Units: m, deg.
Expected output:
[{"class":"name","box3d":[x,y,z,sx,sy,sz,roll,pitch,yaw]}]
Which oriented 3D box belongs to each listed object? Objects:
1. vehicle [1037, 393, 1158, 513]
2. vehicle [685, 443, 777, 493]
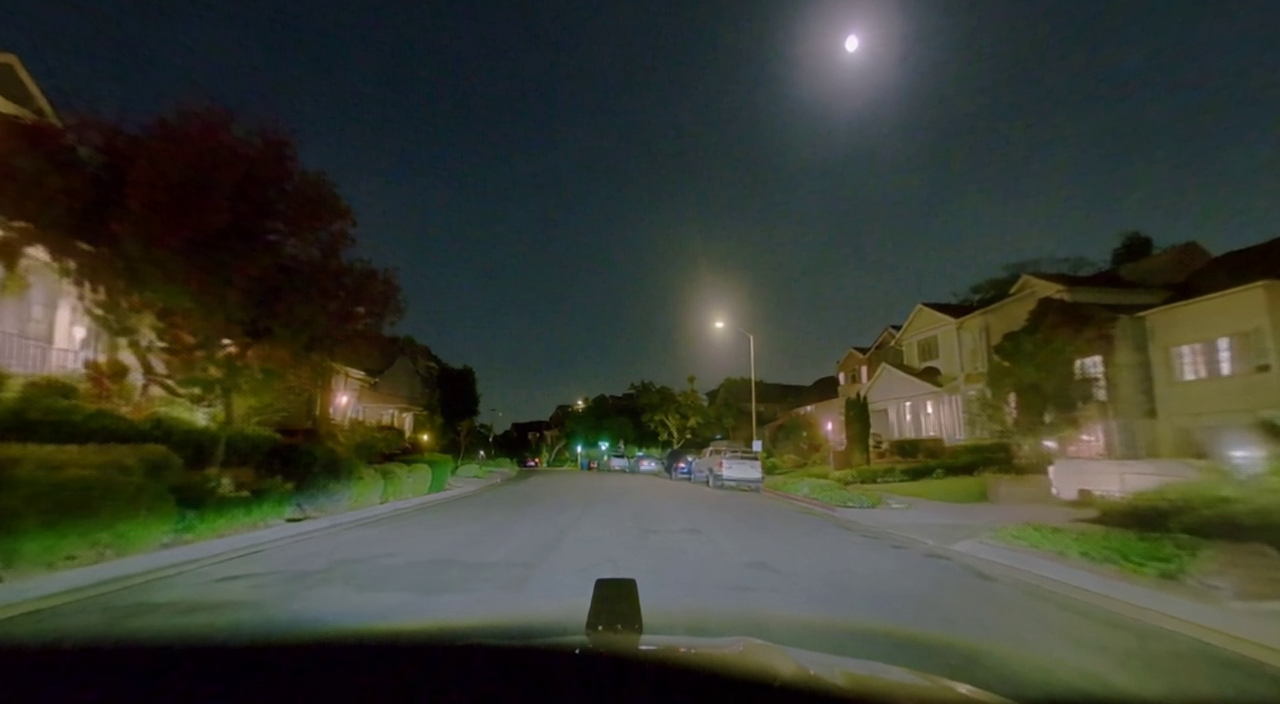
[{"class":"vehicle","box3d":[9.864,2.157,13.663,1.820,2.366,1.453,-7,-11,37]},{"class":"vehicle","box3d":[3.854,5.112,28.180,2.715,1.900,6.163,2,-9,-5]}]
